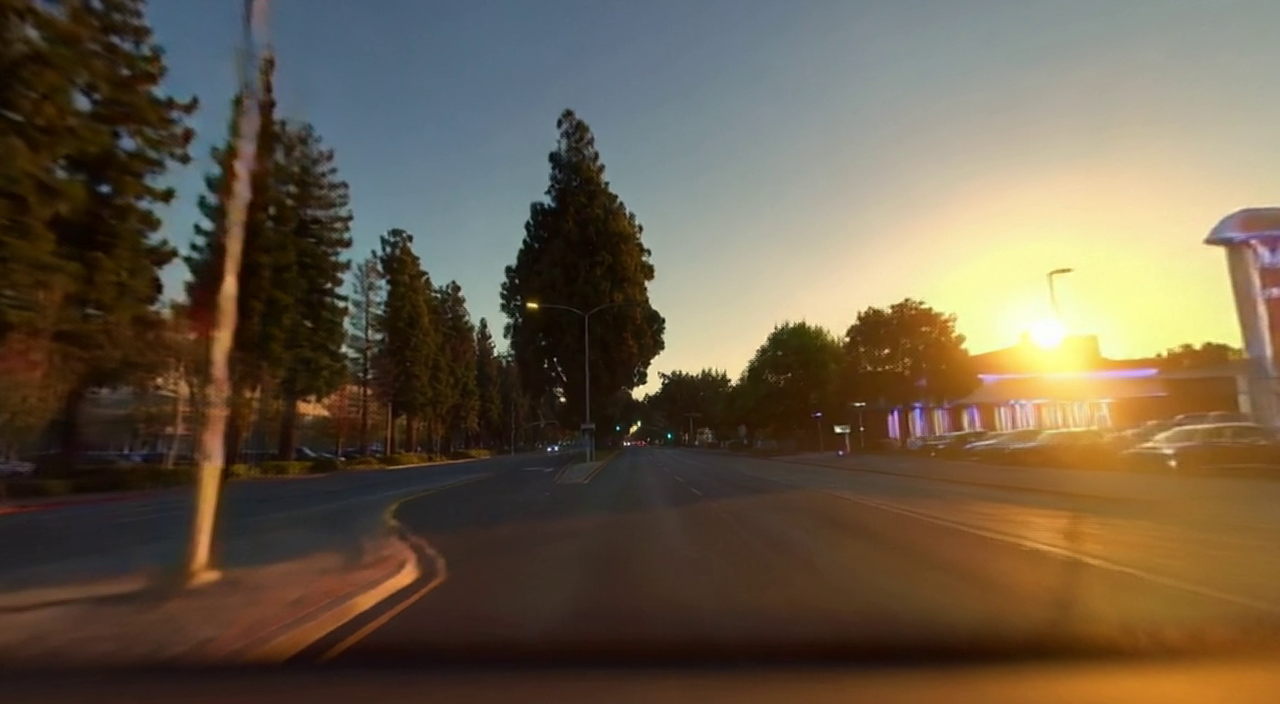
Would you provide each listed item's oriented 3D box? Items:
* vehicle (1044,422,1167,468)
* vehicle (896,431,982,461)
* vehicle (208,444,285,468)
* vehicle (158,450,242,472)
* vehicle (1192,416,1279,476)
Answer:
[{"bbox_3d":[18.284,3.652,24.798,4.493,1.632,1.985,4,-10,-28],"label":"vehicle"},{"bbox_3d":[17.584,5.502,37.115,4.638,1.648,1.887,4,-9,-24],"label":"vehicle"},{"bbox_3d":[-30.236,8.018,48.619,4.528,1.695,1.945,-1,-9,-3],"label":"vehicle"},{"bbox_3d":[-30.337,7.525,43.613,4.401,1.460,1.825,0,-8,-1],"label":"vehicle"},{"bbox_3d":[18.941,2.838,19.088,4.515,1.606,1.910,5,-10,-30],"label":"vehicle"}]
